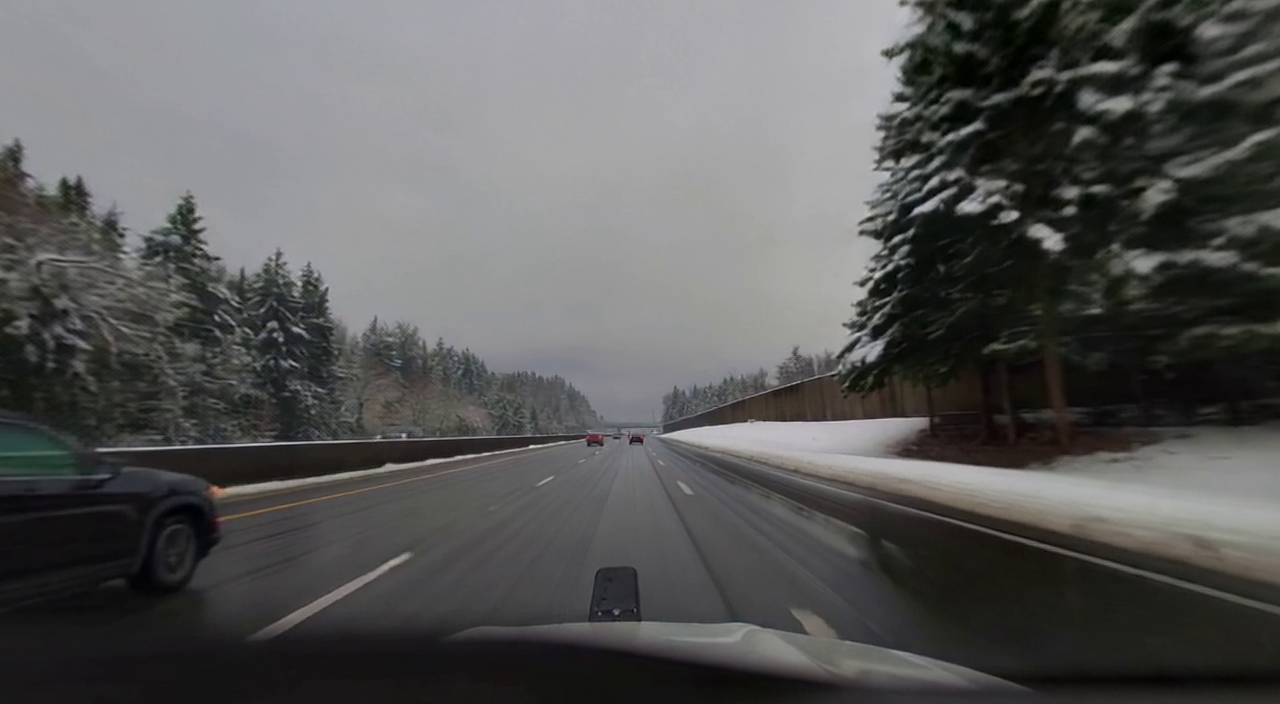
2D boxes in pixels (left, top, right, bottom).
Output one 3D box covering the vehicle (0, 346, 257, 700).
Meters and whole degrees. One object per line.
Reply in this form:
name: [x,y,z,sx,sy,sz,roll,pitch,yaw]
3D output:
vehicle: [-4.305,0.806,2.814,2.306,1.730,4.606,0,-8,0]
